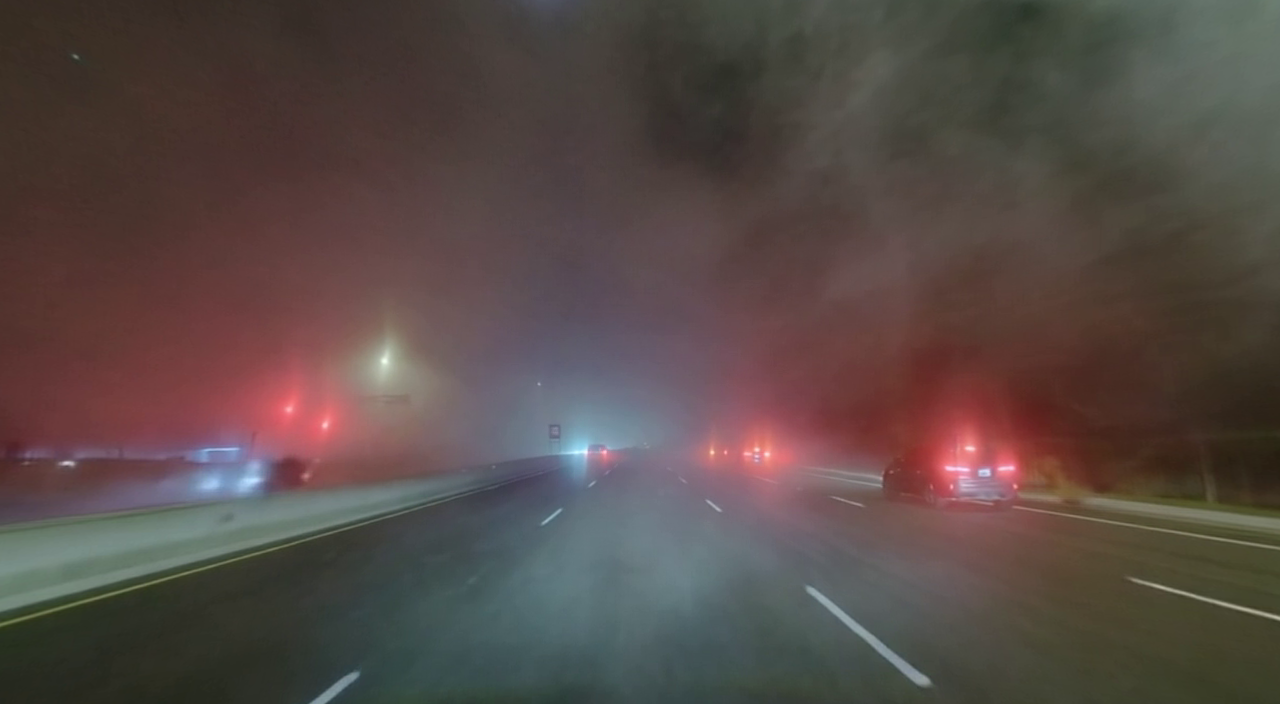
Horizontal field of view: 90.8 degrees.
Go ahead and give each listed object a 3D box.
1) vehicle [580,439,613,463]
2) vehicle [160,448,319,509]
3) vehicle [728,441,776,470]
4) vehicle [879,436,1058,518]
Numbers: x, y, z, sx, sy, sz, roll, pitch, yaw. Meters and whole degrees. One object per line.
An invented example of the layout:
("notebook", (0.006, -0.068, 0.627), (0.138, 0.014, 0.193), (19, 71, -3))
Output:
("vehicle", (-3.342, 7.724, 49.437), (2.230, 1.827, 4.406), (0, -8, 0))
("vehicle", (-11.510, 3.618, 18.553), (1.973, 1.536, 3.872), (0, -8, 3))
("vehicle", (6.542, 6.080, 37.399), (1.987, 1.597, 4.463), (0, -8, -1))
("vehicle", (6.844, 2.605, 13.697), (1.838, 1.518, 3.713), (0, -8, -1))
